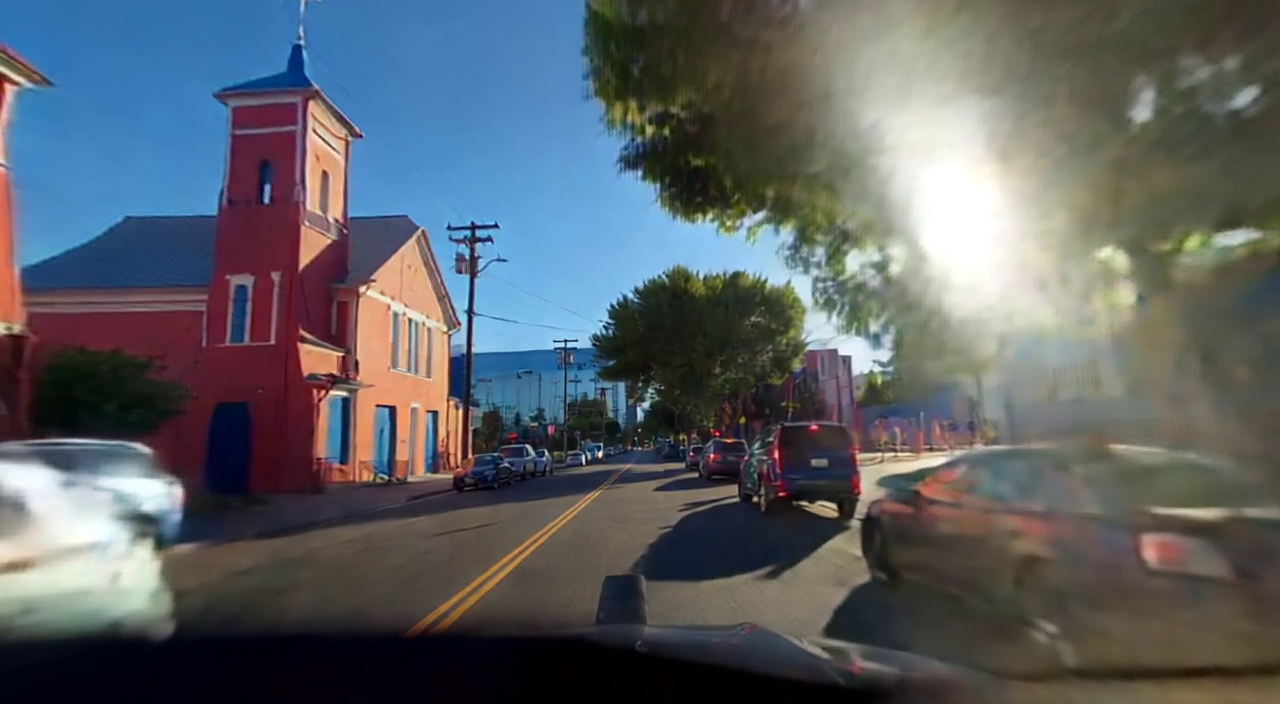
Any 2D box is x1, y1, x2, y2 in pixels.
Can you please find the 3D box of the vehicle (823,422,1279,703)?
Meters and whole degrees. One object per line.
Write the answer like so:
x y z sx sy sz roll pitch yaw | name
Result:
3.088 1.366 4.769 1.966 1.471 4.552 0 -9 -1 | vehicle

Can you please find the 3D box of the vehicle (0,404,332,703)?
-3.083 0.903 1.804 2.036 1.515 4.437 -1 -9 2 | vehicle

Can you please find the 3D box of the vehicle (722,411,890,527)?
3.191 2.397 13.441 2.263 1.996 4.870 0 -9 0 | vehicle

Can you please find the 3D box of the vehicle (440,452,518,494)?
-6.310 4.758 25.324 1.844 1.486 4.474 0 -9 2 | vehicle
